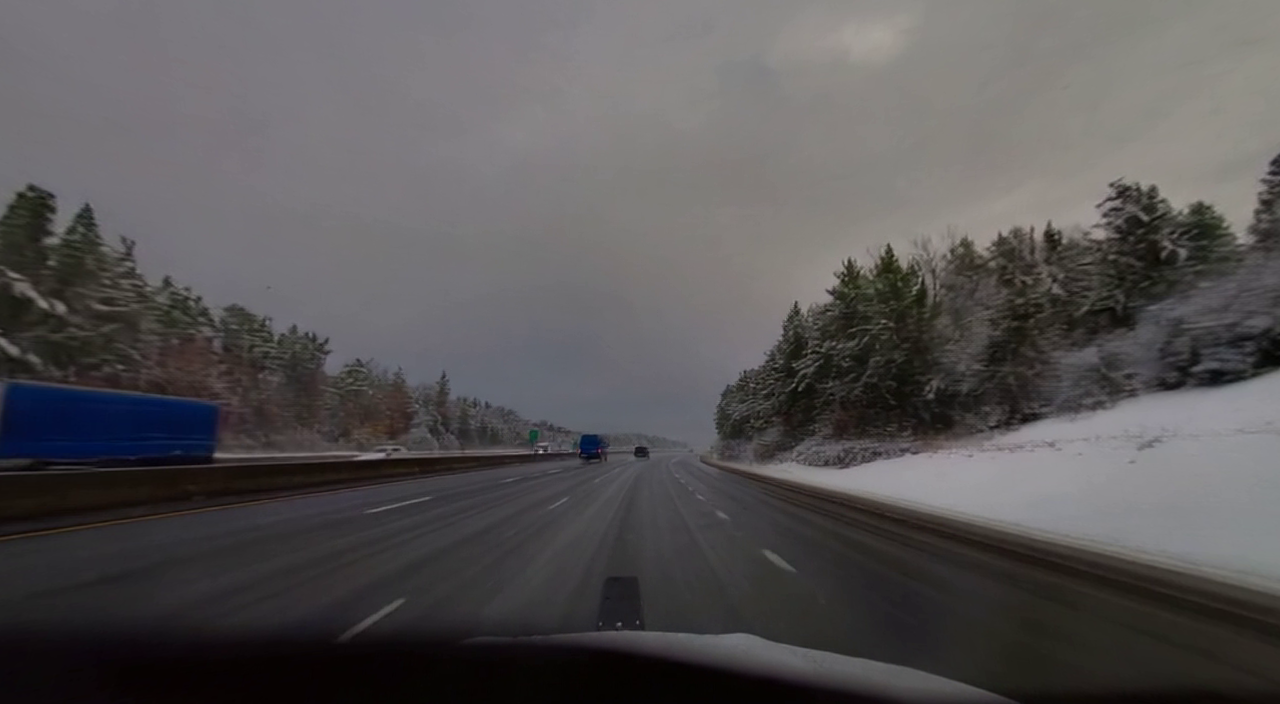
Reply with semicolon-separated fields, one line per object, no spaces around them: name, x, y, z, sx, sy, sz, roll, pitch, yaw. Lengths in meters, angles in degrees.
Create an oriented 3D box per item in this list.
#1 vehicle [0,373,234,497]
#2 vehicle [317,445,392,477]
vehicle;-22.915;3.509;25.808;2.918;4.113;14.054;-1;-9;2
vehicle;-15.518;5.940;34.535;1.955;1.617;4.254;-1;-9;2
